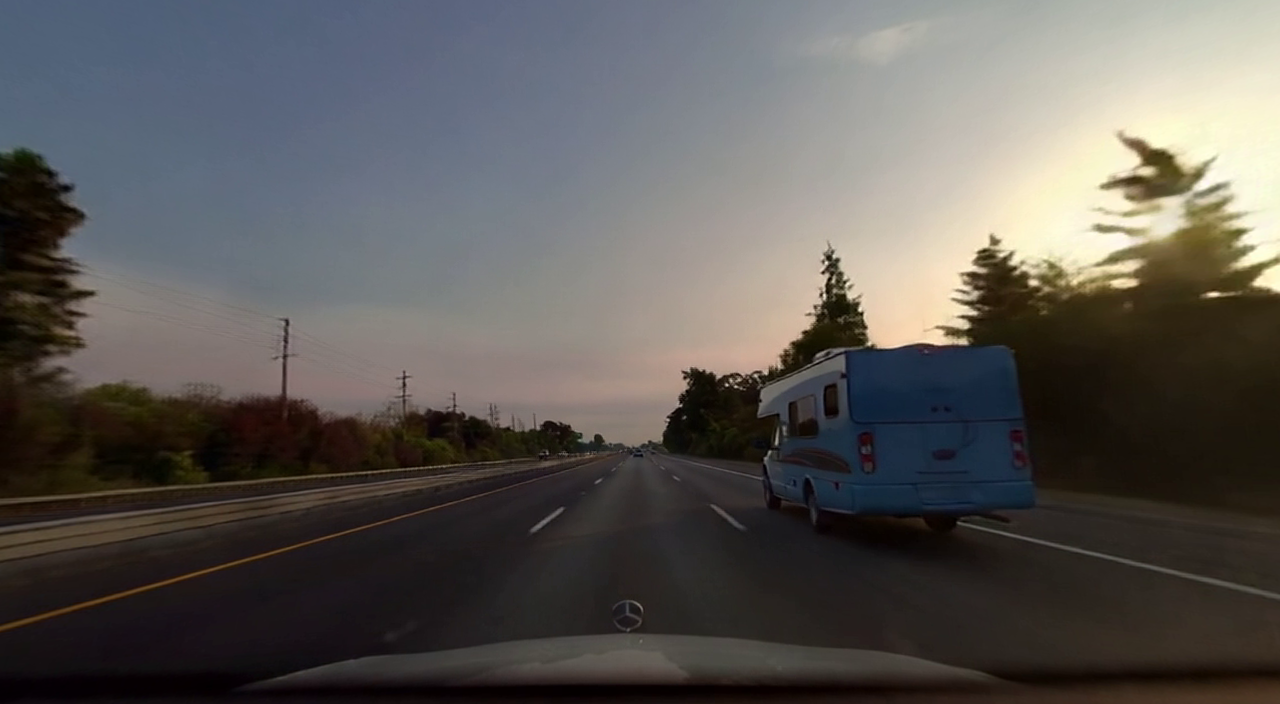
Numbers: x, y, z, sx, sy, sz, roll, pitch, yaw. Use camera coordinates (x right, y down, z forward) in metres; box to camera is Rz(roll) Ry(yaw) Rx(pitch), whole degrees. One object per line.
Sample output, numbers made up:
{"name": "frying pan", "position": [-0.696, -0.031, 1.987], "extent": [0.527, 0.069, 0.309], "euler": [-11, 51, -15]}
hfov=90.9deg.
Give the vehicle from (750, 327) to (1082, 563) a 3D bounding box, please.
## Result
{"name": "vehicle", "position": [3.771, 1.549, 10.582], "extent": [2.556, 2.763, 6.287], "euler": [0, -9, -1]}
